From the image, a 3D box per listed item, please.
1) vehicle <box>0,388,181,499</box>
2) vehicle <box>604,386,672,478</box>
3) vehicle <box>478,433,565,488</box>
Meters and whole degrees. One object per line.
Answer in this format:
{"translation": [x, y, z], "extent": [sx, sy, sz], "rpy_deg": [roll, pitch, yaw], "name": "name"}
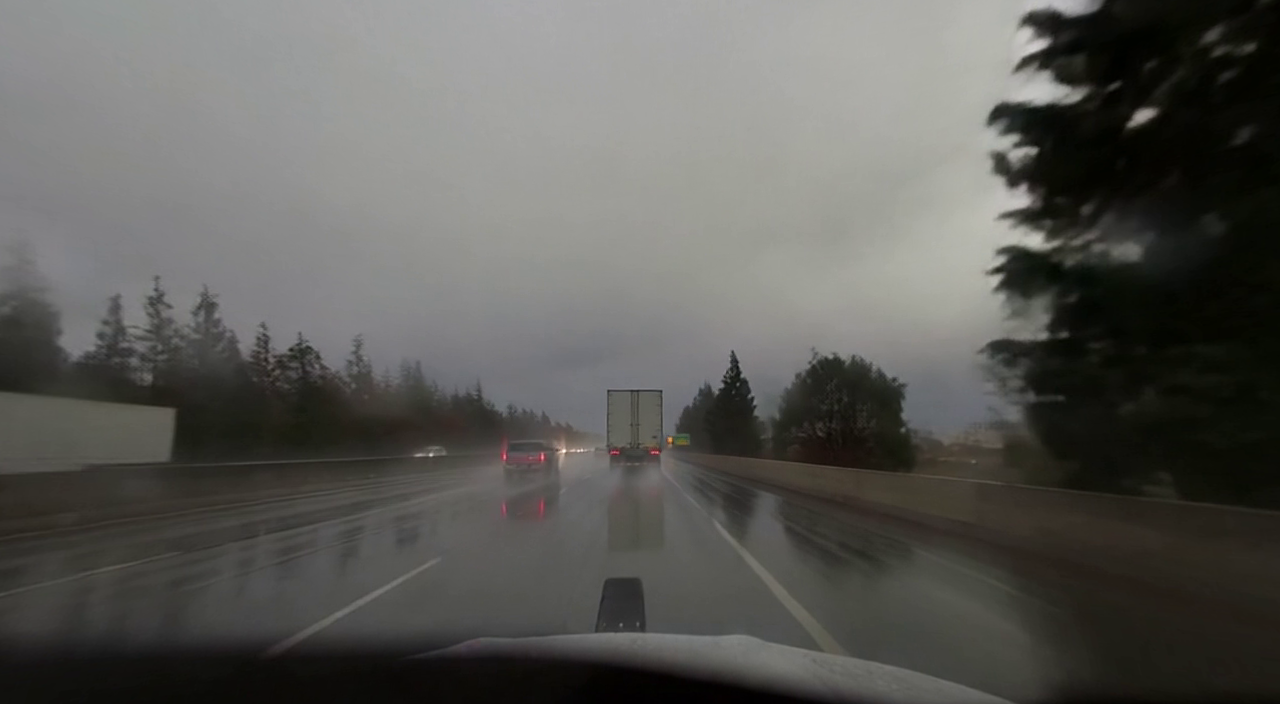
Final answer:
{"translation": [-26.039, 3.661, 25.144], "extent": [2.926, 4.189, 16.364], "rpy_deg": [0, -9, 1], "name": "vehicle"}
{"translation": [-0.094, 4.472, 34.396], "extent": [3.052, 4.132, 11.336], "rpy_deg": [0, -9, 0], "name": "vehicle"}
{"translation": [-4.304, 4.066, 23.835], "extent": [2.285, 1.833, 4.984], "rpy_deg": [0, -9, 1], "name": "vehicle"}
